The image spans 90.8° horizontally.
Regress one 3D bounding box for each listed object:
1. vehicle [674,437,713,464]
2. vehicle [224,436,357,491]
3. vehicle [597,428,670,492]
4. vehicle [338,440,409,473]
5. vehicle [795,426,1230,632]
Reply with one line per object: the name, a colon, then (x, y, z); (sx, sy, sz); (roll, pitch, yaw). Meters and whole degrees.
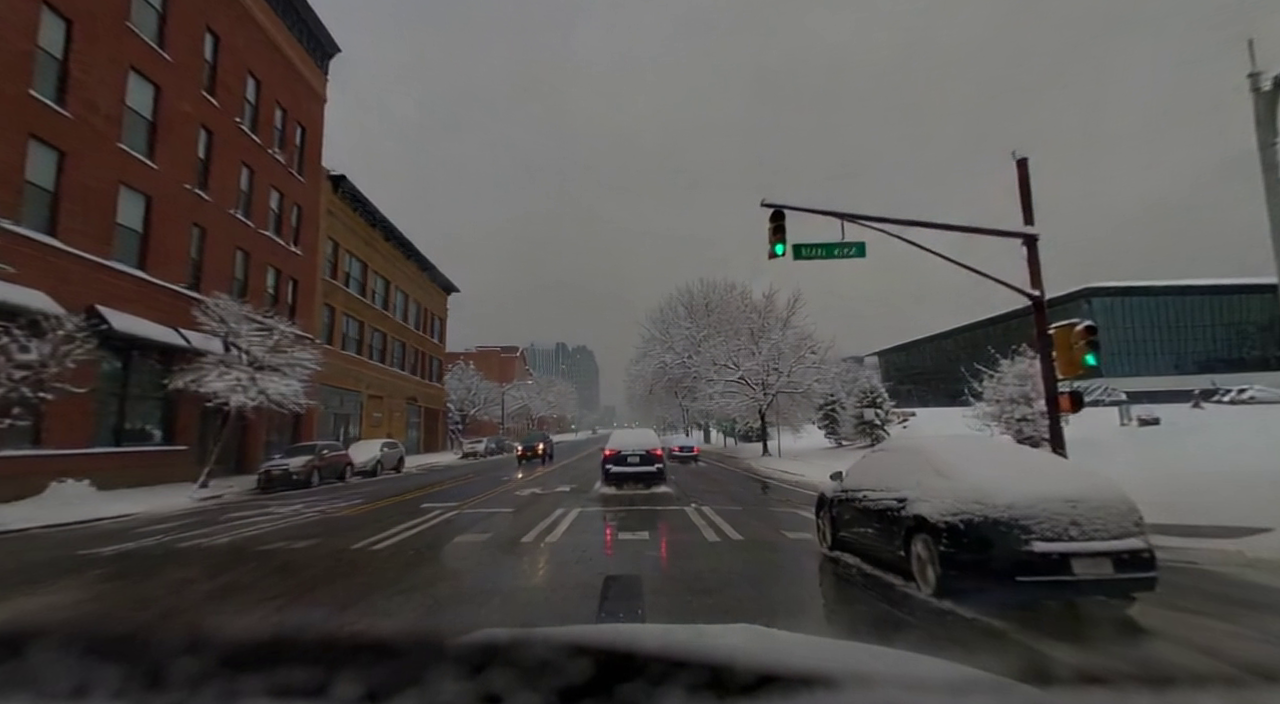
vehicle: (3.079, 5.772, 37.095); (1.852, 1.462, 4.155); (0, -8, -1)
vehicle: (-14.210, 4.543, 26.241); (2.191, 2.011, 5.556); (-1, -8, 2)
vehicle: (-0.203, 3.493, 20.698); (2.105, 1.842, 4.537); (0, -8, 0)
vehicle: (-14.287, 5.626, 34.146); (1.891, 1.659, 4.360); (0, -8, 0)
vehicle: (3.341, 1.663, 7.070); (2.026, 1.499, 4.662); (0, -8, 0)
